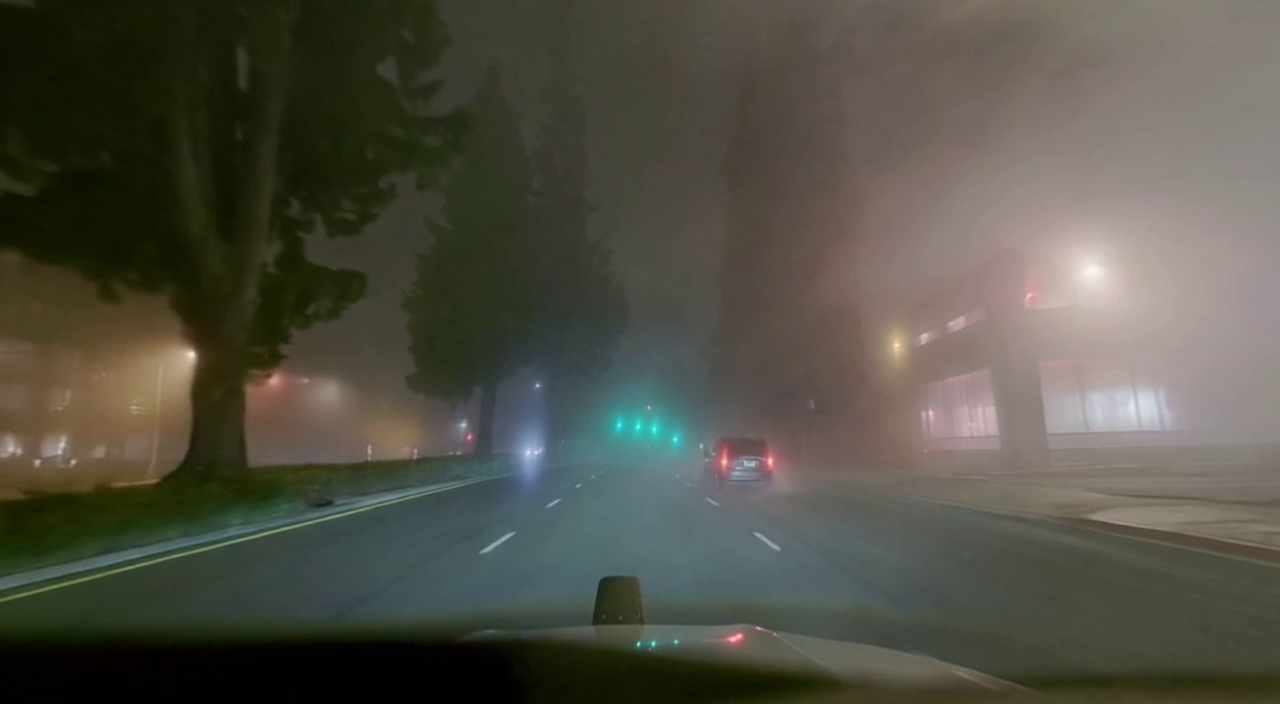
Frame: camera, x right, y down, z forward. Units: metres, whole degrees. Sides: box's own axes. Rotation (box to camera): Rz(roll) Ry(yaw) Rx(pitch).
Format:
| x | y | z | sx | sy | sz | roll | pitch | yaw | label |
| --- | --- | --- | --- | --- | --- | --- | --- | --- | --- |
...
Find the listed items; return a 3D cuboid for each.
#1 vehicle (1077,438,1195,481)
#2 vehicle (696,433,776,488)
| x | y | z | sx | sy | sz | roll | pitch | yaw | label |
| --- | --- | --- | --- | --- | --- | --- | --- | --- | --- |
| 21.363 | 4.640 | 27.406 | 1.858 | 1.578 | 3.708 | -3 | -9 | -3 | vehicle |
| 3.310 | 3.849 | 22.681 | 2.083 | 1.743 | 4.354 | 0 | -9 | -2 | vehicle |
